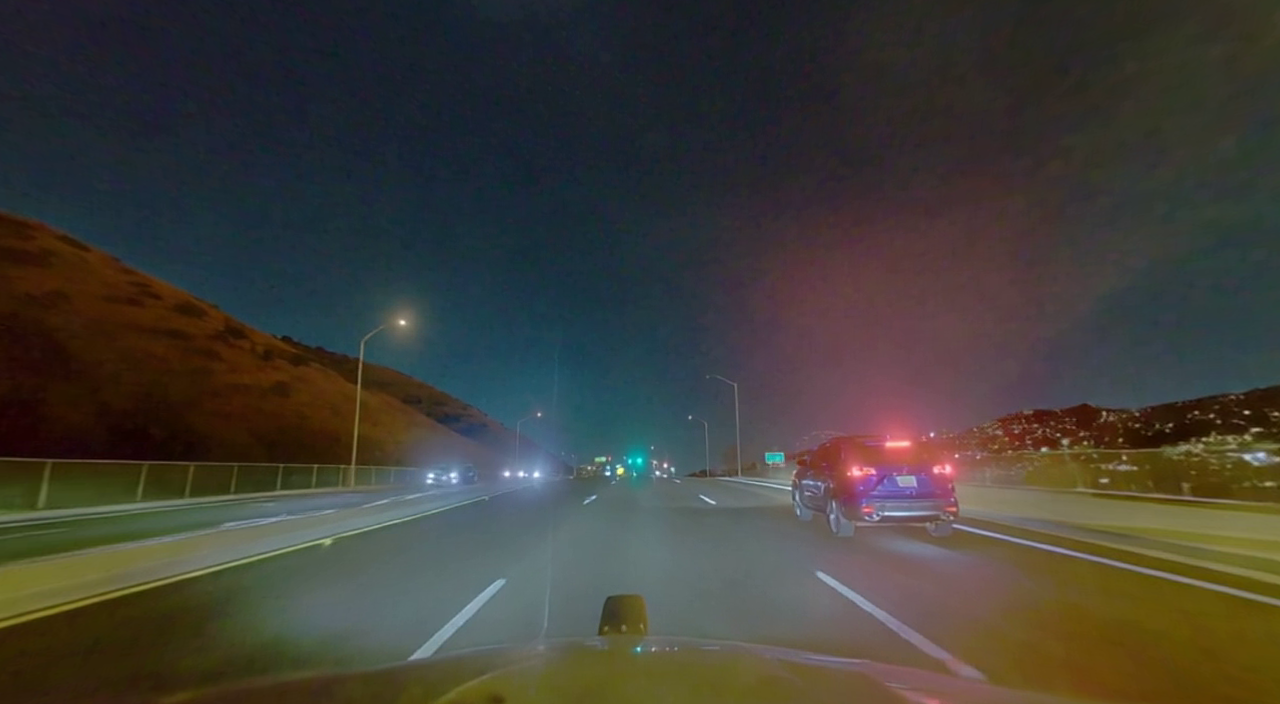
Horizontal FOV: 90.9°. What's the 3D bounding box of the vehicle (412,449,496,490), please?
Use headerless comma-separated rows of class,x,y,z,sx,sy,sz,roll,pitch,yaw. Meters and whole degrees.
vehicle,-10.046,6.386,34.741,2.597,2.034,6.006,0,-9,2

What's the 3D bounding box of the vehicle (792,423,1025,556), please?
vehicle,4.050,2.140,10.496,1.989,1.730,4.324,0,-9,1
